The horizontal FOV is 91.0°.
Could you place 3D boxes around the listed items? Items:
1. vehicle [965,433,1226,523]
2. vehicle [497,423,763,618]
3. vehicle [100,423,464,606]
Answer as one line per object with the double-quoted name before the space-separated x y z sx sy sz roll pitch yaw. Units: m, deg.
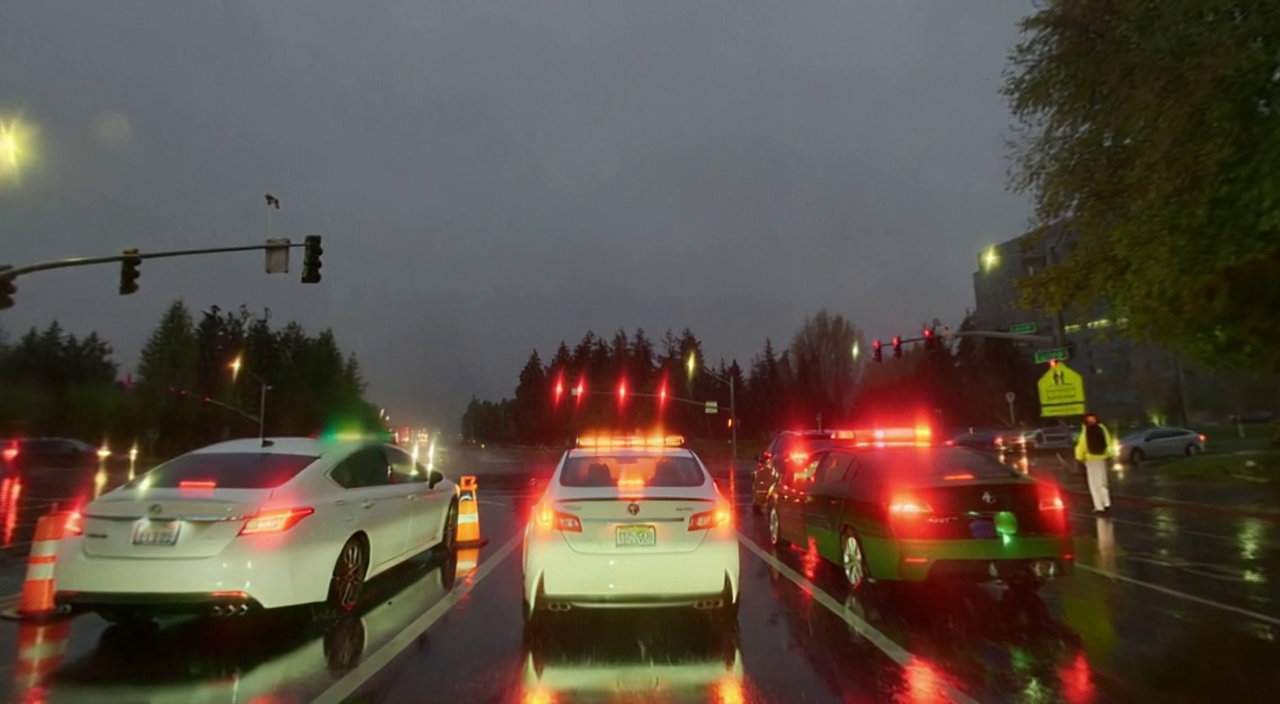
"vehicle" 9.356 2.588 13.595 1.957 1.576 4.670 0 -9 -3
"vehicle" -0.124 1.631 7.113 2.061 1.486 4.332 0 -8 -1
"vehicle" -3.608 1.681 7.397 1.863 1.526 4.006 0 -9 1
